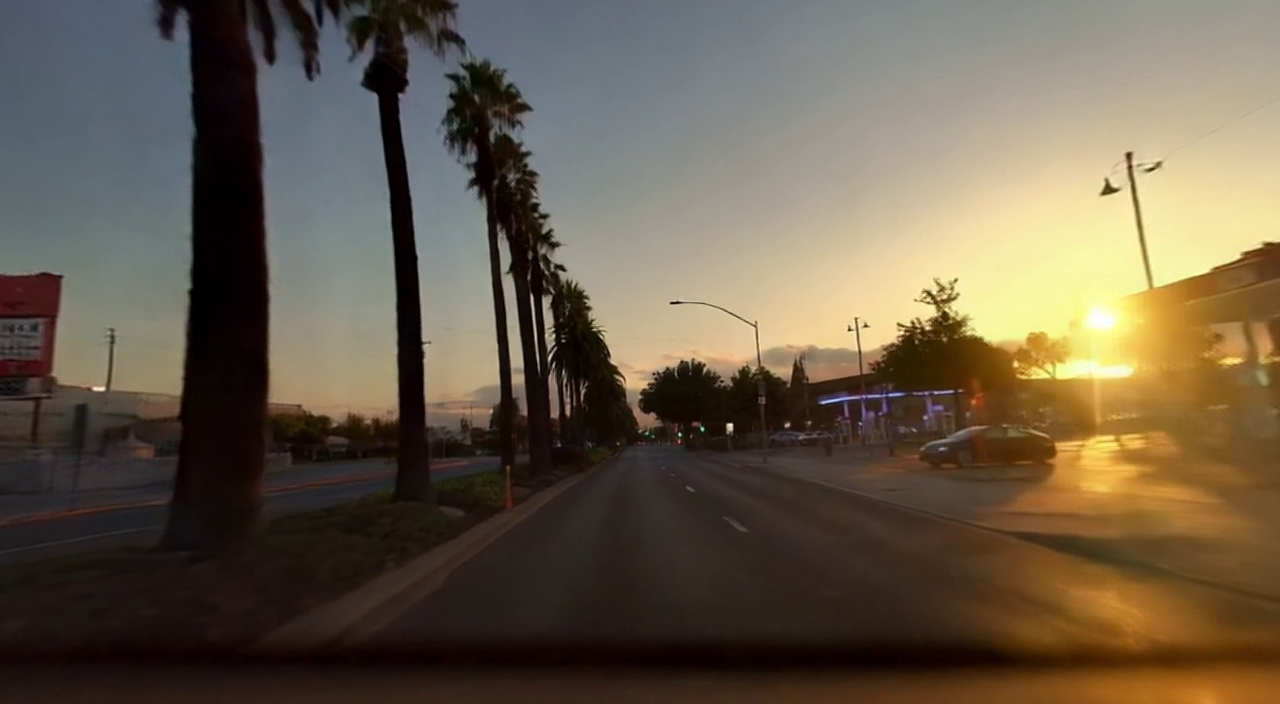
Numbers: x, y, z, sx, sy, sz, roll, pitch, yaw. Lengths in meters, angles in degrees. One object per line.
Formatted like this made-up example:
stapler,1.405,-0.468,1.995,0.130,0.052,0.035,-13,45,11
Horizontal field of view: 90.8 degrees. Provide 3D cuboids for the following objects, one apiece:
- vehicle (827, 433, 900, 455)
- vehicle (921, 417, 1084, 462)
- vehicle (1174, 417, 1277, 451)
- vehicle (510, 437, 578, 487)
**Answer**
vehicle,16.192,6.689,45.845,4.549,1.492,1.981,0,-8,3
vehicle,14.372,3.504,25.294,5.317,1.700,1.901,0,-8,-1
vehicle,45.375,6.334,49.175,5.435,2.441,2.037,-3,-10,31
vehicle,-3.287,3.760,21.933,2.073,1.525,4.809,1,-8,-8
